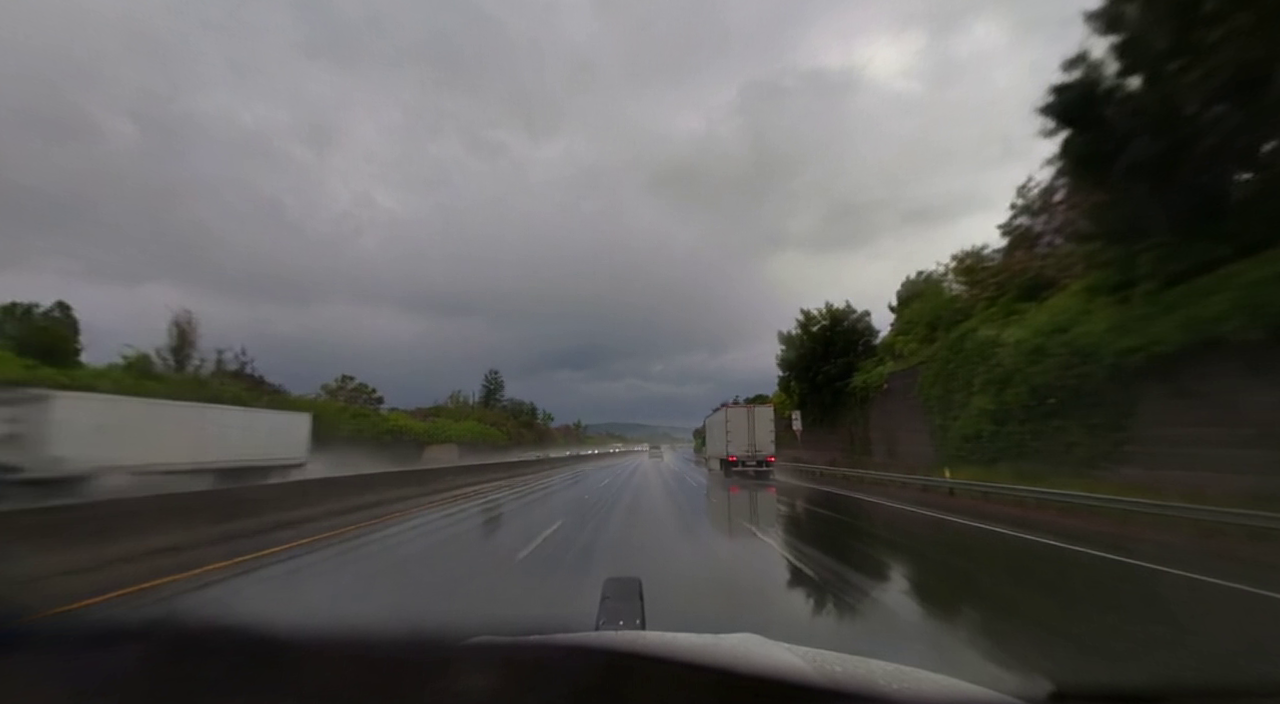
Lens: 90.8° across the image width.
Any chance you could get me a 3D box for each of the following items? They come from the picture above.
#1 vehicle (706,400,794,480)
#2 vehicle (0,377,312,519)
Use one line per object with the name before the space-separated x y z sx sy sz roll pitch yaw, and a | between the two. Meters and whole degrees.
vehicle | 4.999 4.304 30.324 2.771 3.313 8.121 0 -9 0
vehicle | -18.985 3.796 24.511 2.892 3.841 18.063 0 -9 0
